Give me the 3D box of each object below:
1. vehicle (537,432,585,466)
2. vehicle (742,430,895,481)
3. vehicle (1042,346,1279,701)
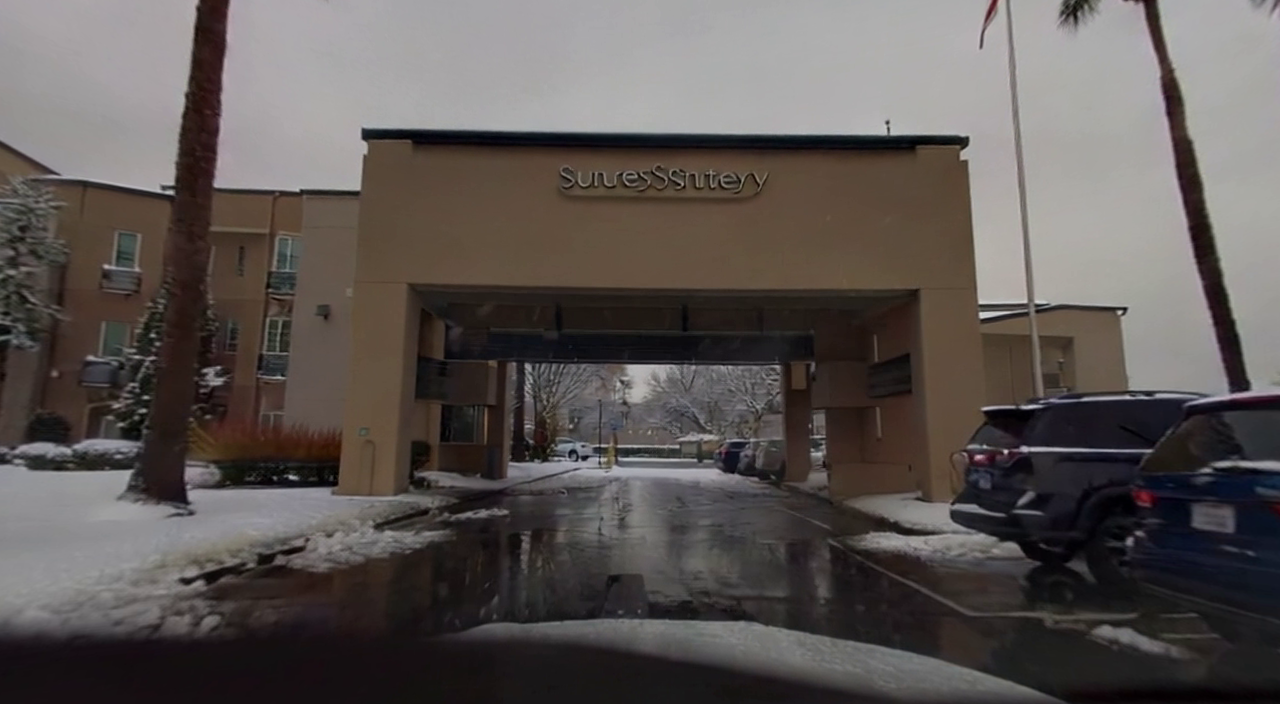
[{"bbox_3d":[-4.708,5.875,38.080,1.943,1.890,4.472,0,-8,5],"label":"vehicle"},{"bbox_3d":[6.556,3.876,23.746,5.254,1.793,1.998,-1,-9,7],"label":"vehicle"},{"bbox_3d":[5.442,0.958,3.835,4.567,1.723,1.926,0,-9,3],"label":"vehicle"}]
